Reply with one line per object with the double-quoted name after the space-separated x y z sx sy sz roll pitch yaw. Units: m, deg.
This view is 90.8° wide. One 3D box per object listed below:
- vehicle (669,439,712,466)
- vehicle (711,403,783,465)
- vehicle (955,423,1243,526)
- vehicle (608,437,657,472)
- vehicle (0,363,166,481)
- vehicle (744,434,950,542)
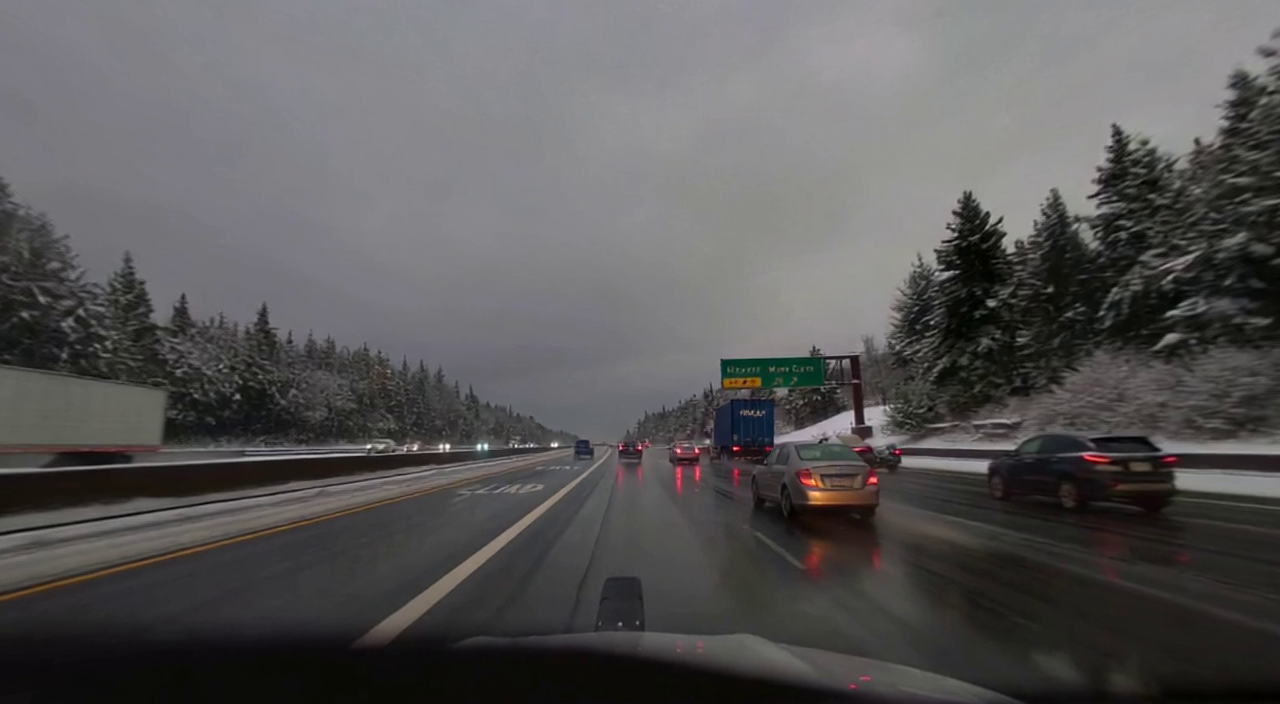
2.986 6.112 38.579 1.993 1.504 4.781 0 -9 -3 "vehicle"
6.918 5.548 42.212 2.799 3.655 8.627 0 -9 -3 "vehicle"
8.141 2.206 11.951 1.885 1.536 4.657 0 -9 -1 "vehicle"
-0.373 4.720 29.183 2.098 1.475 3.997 0 -9 -1 "vehicle"
-24.824 2.526 22.864 2.968 4.234 16.281 0 -9 -1 "vehicle"
3.157 2.159 10.769 1.865 1.427 4.448 0 -9 -2 "vehicle"
